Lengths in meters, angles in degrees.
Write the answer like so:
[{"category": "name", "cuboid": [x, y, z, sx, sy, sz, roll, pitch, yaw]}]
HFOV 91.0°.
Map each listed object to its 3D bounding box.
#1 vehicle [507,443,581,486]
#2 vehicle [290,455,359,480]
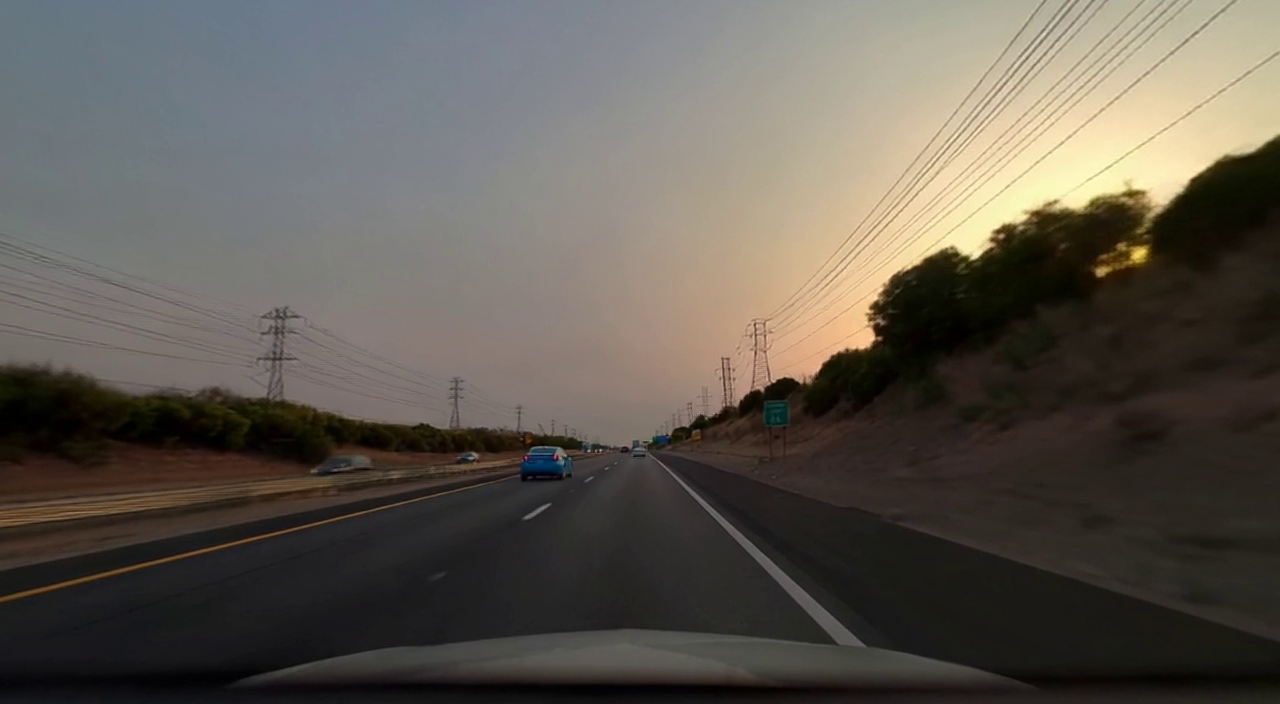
[{"category": "vehicle", "cuboid": [-3.647, 4.363, 24.747, 2.106, 1.543, 4.465, 0, -9, 1]}, {"category": "vehicle", "cuboid": [-21.039, 7.707, 42.266, 1.942, 1.507, 4.968, 0, -9, 1]}]
